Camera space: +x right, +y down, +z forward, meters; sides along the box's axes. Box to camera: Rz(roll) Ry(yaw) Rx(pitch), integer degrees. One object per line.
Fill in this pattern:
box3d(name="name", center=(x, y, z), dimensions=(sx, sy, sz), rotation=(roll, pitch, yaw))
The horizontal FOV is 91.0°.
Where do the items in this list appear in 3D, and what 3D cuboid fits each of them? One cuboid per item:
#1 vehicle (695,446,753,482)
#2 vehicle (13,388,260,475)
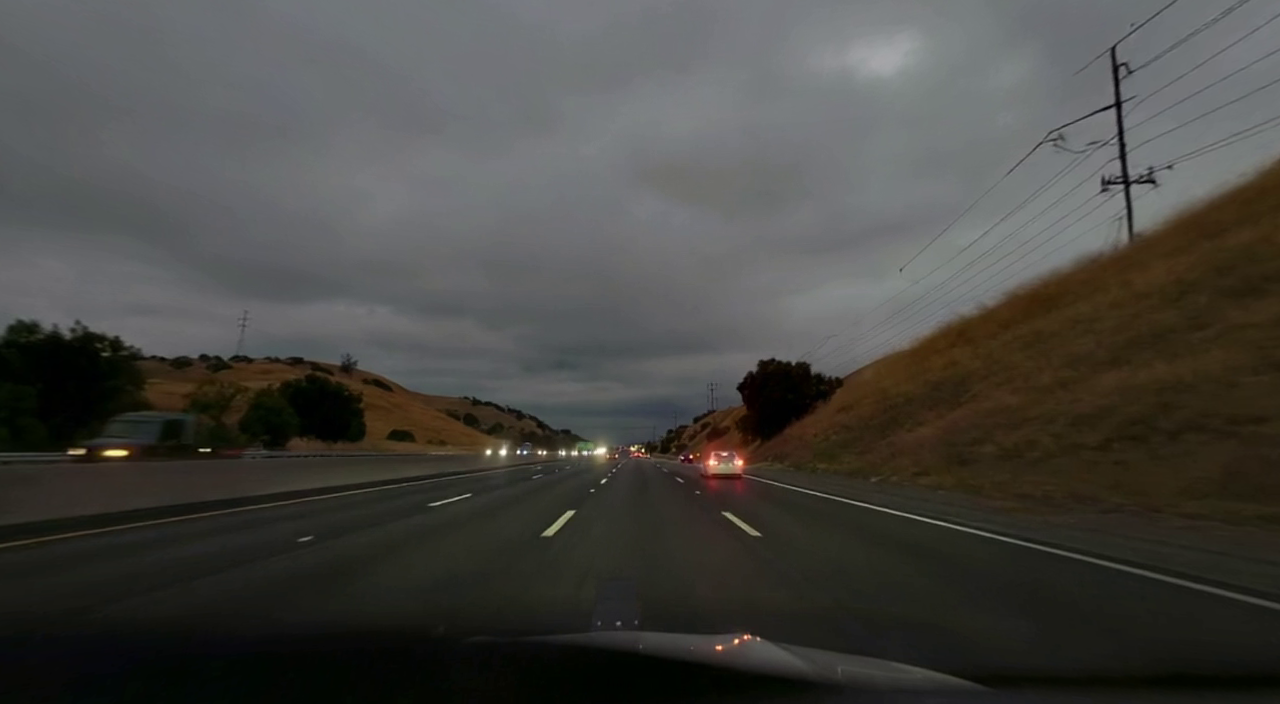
box3d(name="vehicle", center=(3.841, 5.205, 29.630), dimensions=(2.086, 1.542, 4.355), rotation=(0, -9, 0))
box3d(name="vehicle", center=(-17.858, 3.017, 23.267), dimensions=(2.853, 2.679, 7.461), rotation=(0, -9, 0))
